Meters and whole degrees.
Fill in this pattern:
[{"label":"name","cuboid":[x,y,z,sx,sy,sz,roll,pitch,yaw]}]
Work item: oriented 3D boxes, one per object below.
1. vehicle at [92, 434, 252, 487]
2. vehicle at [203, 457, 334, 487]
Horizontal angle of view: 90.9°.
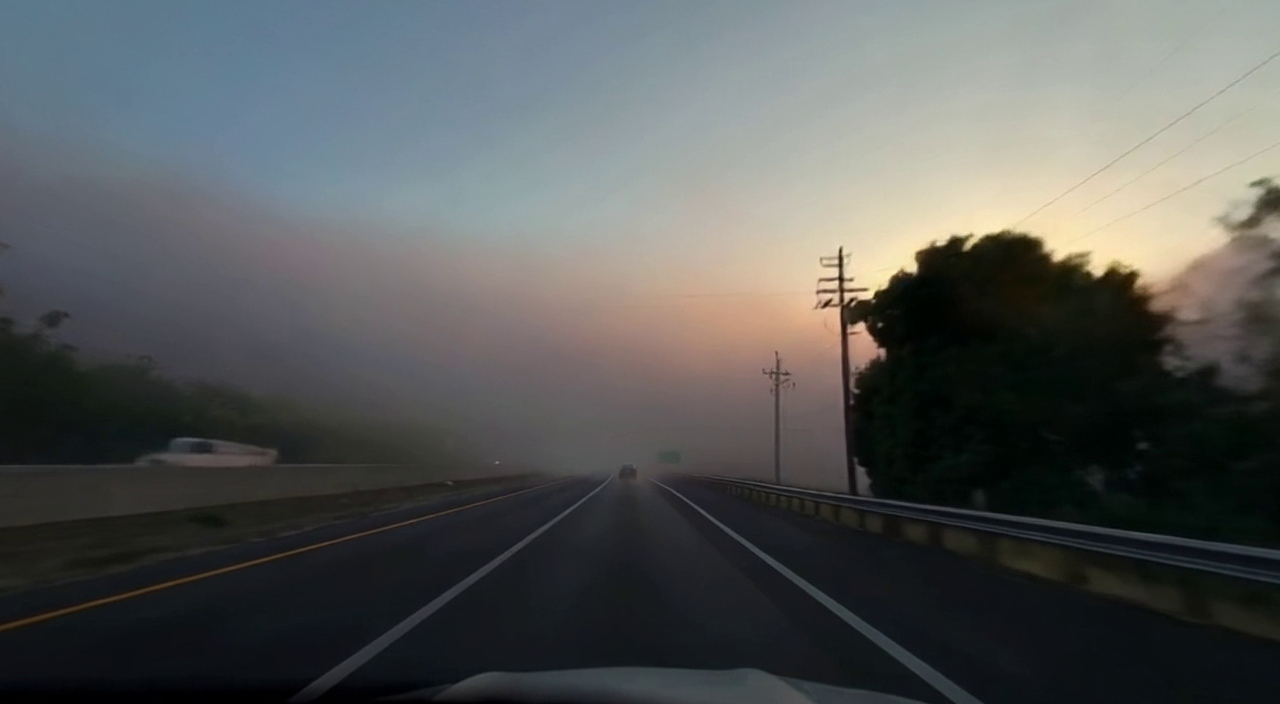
[{"label":"vehicle","cuboid":[-16.760,3.987,22.984,2.090,1.672,4.796,1,-10,0]},{"label":"vehicle","cuboid":[-16.853,5.528,29.082,2.523,1.205,5.799,1,-10,0]}]
